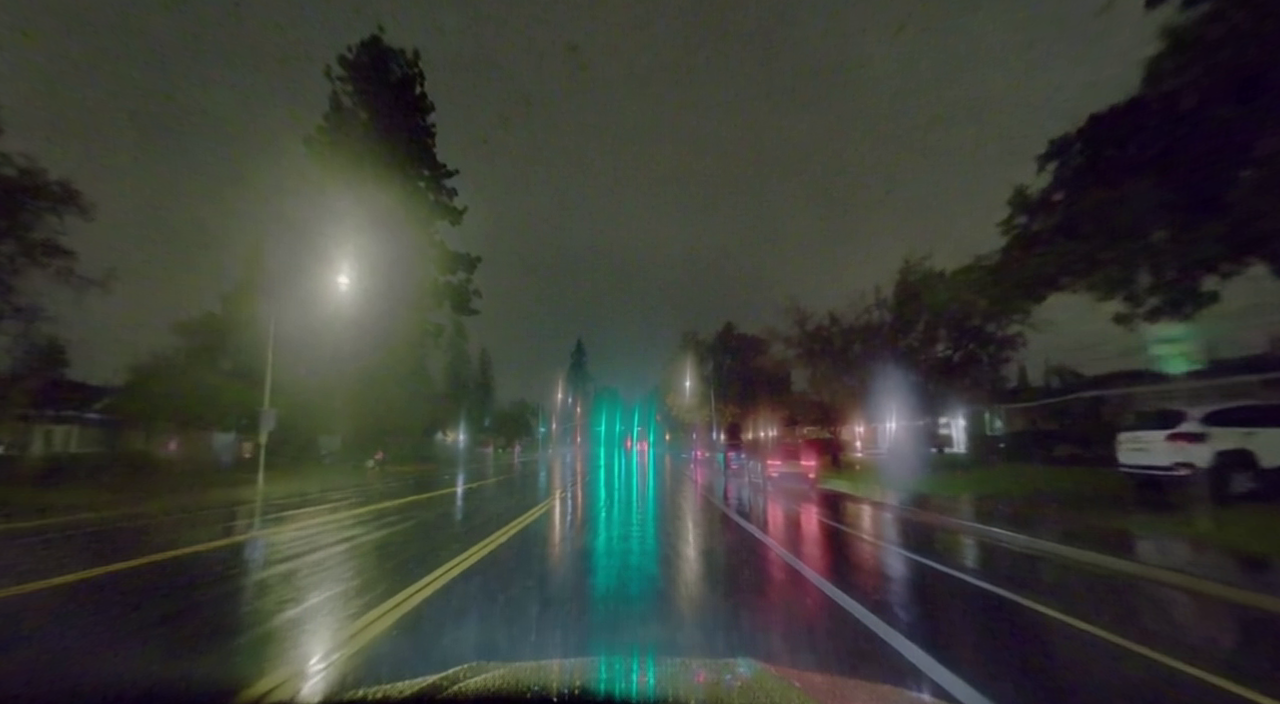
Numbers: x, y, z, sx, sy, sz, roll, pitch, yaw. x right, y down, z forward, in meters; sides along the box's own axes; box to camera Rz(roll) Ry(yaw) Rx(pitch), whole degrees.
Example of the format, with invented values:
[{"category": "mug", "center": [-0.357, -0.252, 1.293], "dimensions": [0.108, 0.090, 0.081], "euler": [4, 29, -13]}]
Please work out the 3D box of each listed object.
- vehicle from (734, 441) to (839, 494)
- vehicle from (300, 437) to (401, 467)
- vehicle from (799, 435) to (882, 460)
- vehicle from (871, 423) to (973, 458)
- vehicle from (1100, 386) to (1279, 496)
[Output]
[{"category": "vehicle", "center": [4.514, 3.628, 20.360], "dimensions": [1.968, 1.467, 5.107], "euler": [0, -8, -3]}, {"category": "vehicle", "center": [-19.387, 6.732, 42.329], "dimensions": [5.684, 1.934, 2.217], "euler": [0, -8, 0]}, {"category": "vehicle", "center": [12.598, 6.022, 39.756], "dimensions": [4.593, 1.480, 1.819], "euler": [0, -8, -2]}, {"category": "vehicle", "center": [18.146, 5.698, 40.616], "dimensions": [5.481, 1.869, 2.195], "euler": [-2, -7, -7]}, {"category": "vehicle", "center": [12.548, 1.766, 12.569], "dimensions": [4.857, 1.987, 2.296], "euler": [0, -8, 0]}]
